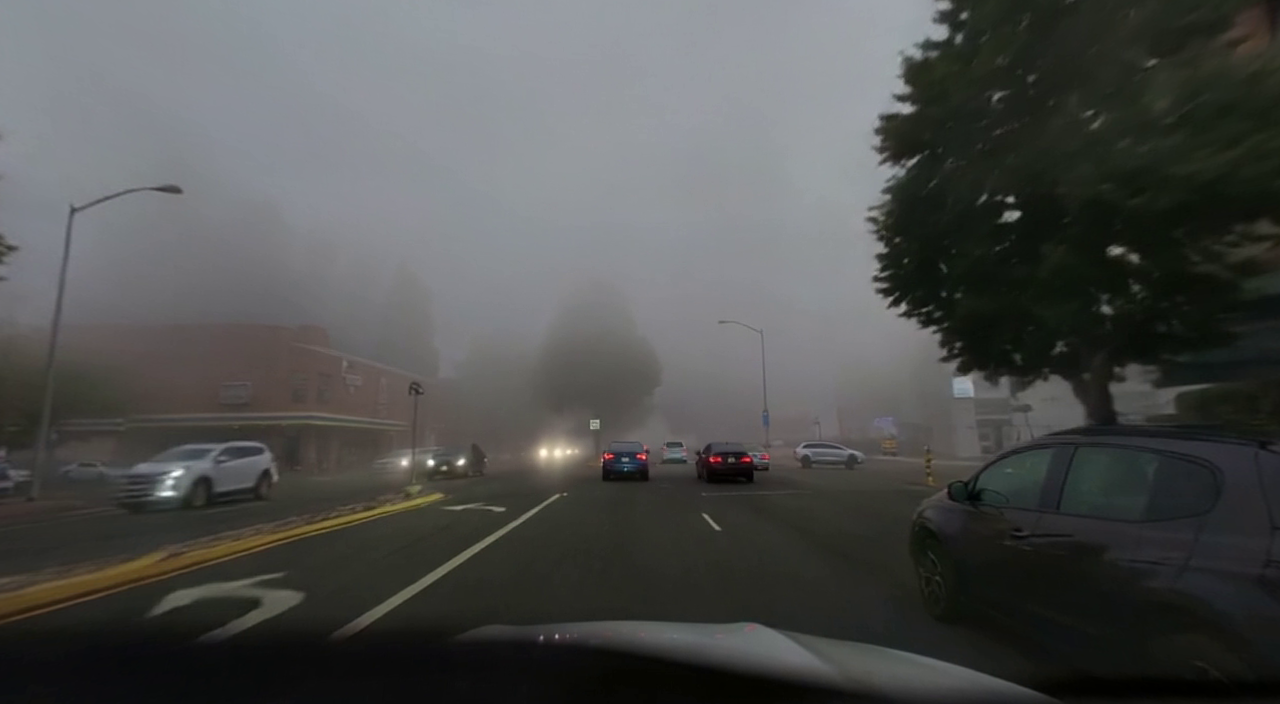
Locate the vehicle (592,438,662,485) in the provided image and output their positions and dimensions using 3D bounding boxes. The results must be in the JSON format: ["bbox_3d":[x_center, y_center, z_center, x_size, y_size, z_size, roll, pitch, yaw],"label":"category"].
[{"bbox_3d":[-0.471,3.861,22.626,2.232,1.508,4.319,0,-9,-1],"label":"vehicle"}]

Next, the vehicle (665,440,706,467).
[{"bbox_3d":[2.708,6.212,38.802,2.098,1.527,3.966,0,-9,-2],"label":"vehicle"}]

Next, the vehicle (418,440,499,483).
[{"bbox_3d":[-7.484,4.544,26.561,2.085,1.610,4.085,-1,-9,1],"label":"vehicle"}]

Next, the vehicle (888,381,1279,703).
[{"bbox_3d":[3.212,1.001,3.145,2.097,1.502,4.470,0,-9,-1],"label":"vehicle"}]

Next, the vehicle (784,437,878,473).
[{"bbox_3d":[9.867,5.389,33.056,4.464,1.755,2.236,-2,-9,14],"label":"vehicle"}]

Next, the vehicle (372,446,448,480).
[{"bbox_3d":[-11.779,5.696,32.754,2.117,1.592,4.660,0,-9,1],"label":"vehicle"}]

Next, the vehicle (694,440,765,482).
[{"bbox_3d":[3.351,4.167,24.483,2.060,1.471,4.168,0,-9,-1],"label":"vehicle"}]

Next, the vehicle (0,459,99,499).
[{"bbox_3d":[-25.263,5.171,25.920,4.673,1.481,1.995,-2,-9,8],"label":"vehicle"}]

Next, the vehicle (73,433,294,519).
[{"bbox_3d":[-11.574,3.153,16.659,2.107,1.892,4.908,0,-9,0],"label":"vehicle"}]
